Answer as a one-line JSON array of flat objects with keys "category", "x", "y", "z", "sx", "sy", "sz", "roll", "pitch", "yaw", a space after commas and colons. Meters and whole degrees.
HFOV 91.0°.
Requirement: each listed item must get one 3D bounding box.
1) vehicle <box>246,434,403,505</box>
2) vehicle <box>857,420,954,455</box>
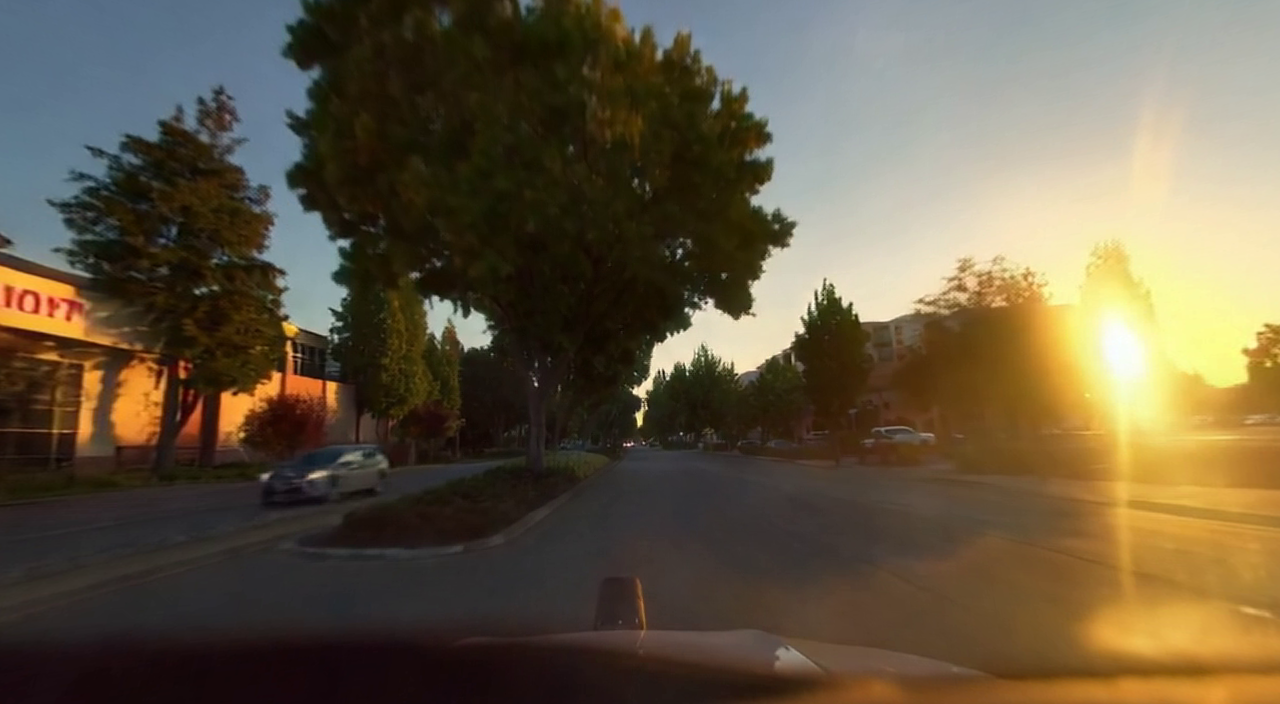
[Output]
[{"category": "vehicle", "x": -8.530, "y": 3.204, "z": 17.579, "sx": 2.046, "sy": 1.700, "sz": 4.439, "roll": 0, "pitch": -9, "yaw": 0}, {"category": "vehicle", "x": 19.783, "y": 6.389, "z": 47.093, "sx": 6.174, "sy": 2.496, "sz": 2.349, "roll": 0, "pitch": -9, "yaw": -2}]
